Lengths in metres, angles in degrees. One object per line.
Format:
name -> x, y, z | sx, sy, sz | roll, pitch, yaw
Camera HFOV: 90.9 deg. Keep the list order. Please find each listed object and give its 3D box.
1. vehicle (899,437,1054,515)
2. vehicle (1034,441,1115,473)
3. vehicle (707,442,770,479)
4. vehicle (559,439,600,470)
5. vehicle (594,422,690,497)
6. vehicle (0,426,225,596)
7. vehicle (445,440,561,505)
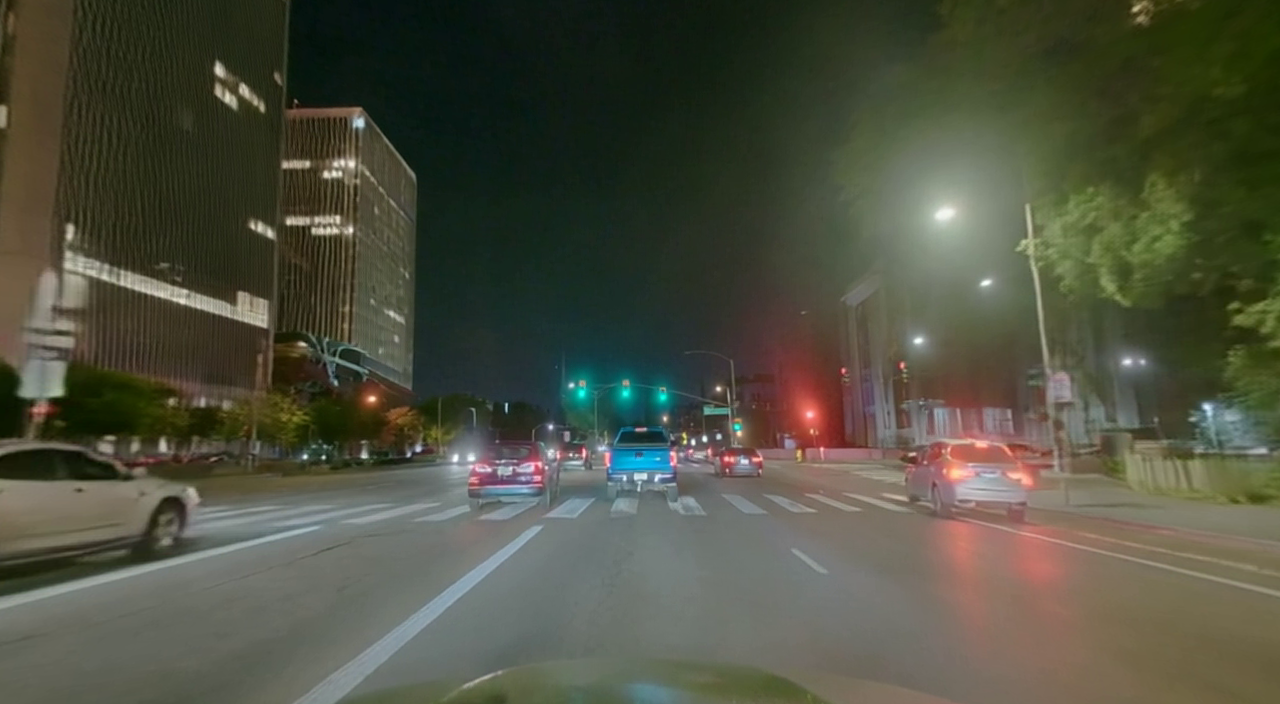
vehicle -> 9.139, 3.348, 17.684 | 2.126, 1.820, 4.521 | 1, -8, 5
vehicle -> 28.516, 6.812, 41.312 | 5.227, 1.935, 2.289 | 5, -10, -32
vehicle -> 4.232, 4.737, 27.844 | 1.968, 1.472, 4.456 | 0, -8, -1
vehicle -> -3.570, 6.168, 38.060 | 2.018, 1.700, 4.142 | 0, -8, 0
vehicle -> 0.053, 3.191, 19.044 | 2.493, 1.934, 4.957 | 0, -8, 0
vehicle -> -6.805, 1.582, 6.556 | 1.907, 1.541, 4.364 | -1, -8, 1
vehicle -> -3.419, 3.087, 16.679 | 1.986, 1.465, 4.509 | 0, -8, 1
